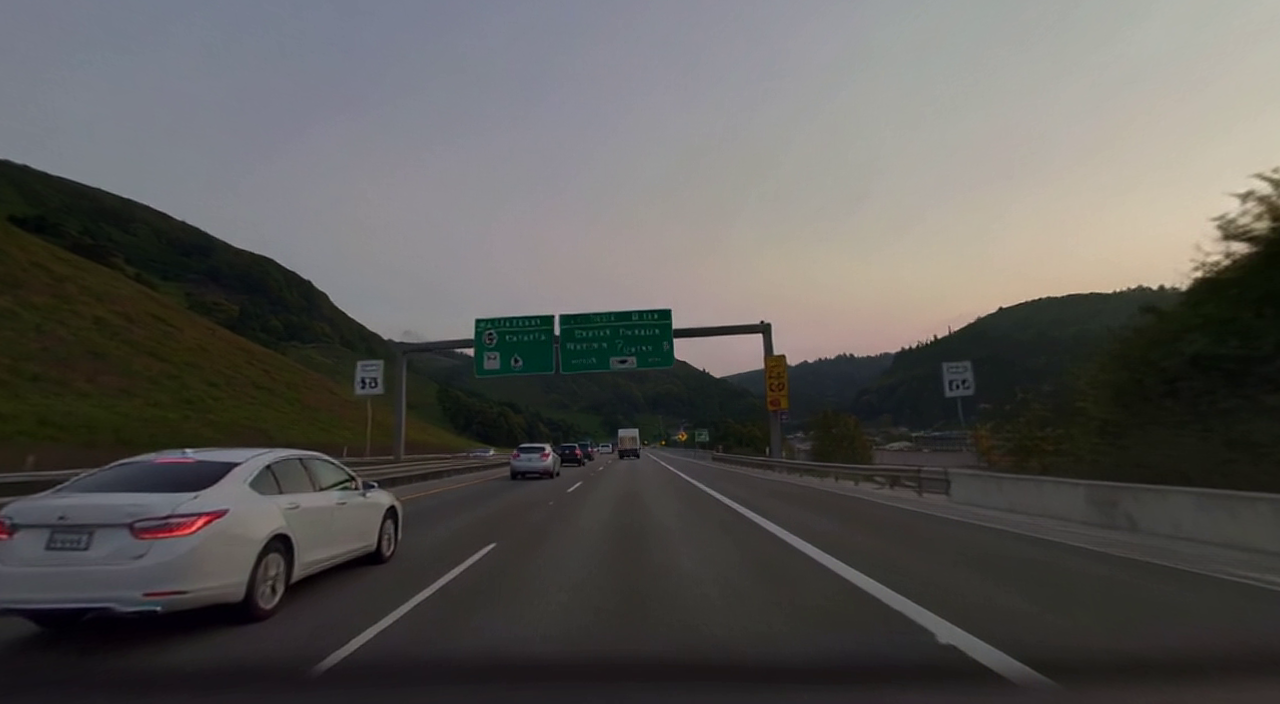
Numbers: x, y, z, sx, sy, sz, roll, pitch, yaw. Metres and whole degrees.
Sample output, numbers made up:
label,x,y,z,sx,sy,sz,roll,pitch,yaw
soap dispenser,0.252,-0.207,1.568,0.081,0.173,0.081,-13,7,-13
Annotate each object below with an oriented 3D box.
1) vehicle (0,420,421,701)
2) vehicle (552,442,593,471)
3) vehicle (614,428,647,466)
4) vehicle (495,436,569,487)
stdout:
label,x,y,z,sx,sy,sz,roll,pitch,yaw
vehicle,-3.714,1.430,5.578,1.988,1.440,4.504,0,-9,-1
vehicle,-3.982,6.250,37.987,2.044,1.624,4.032,0,-9,0
vehicle,-0.648,7.061,46.706,2.227,2.611,5.900,0,-9,1
vehicle,-3.951,4.082,23.795,2.073,1.694,4.162,0,-9,0
